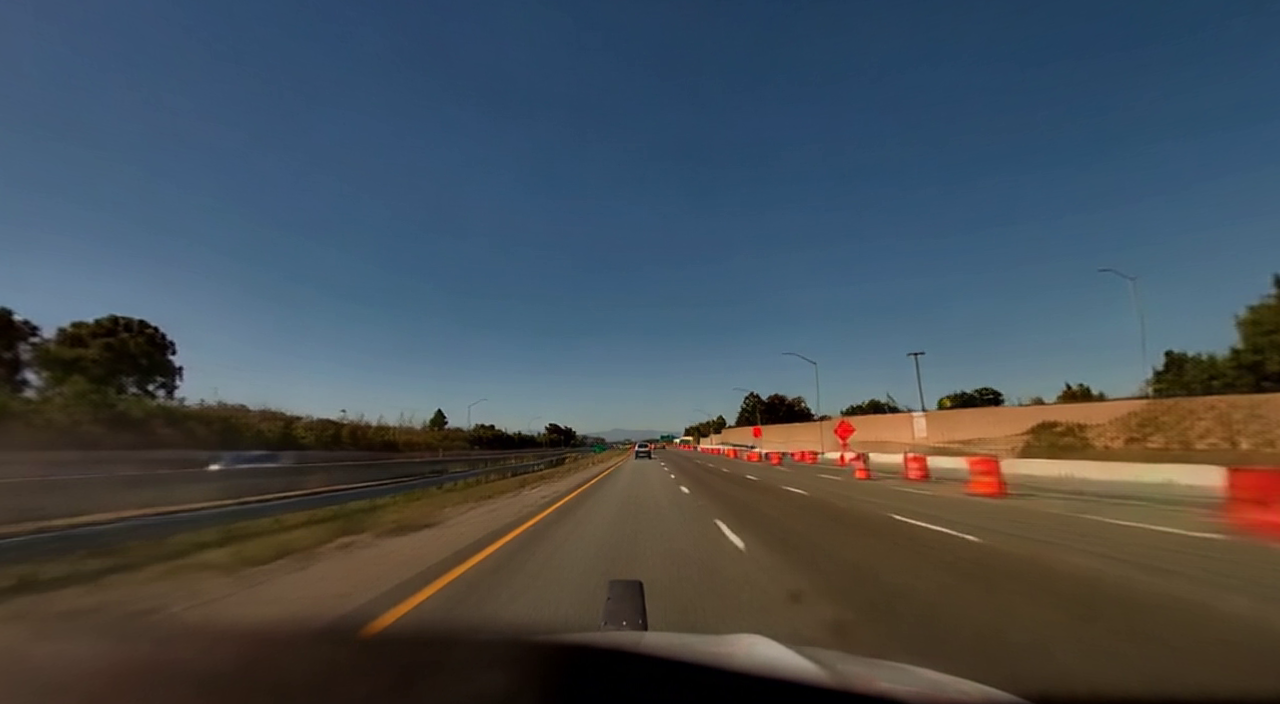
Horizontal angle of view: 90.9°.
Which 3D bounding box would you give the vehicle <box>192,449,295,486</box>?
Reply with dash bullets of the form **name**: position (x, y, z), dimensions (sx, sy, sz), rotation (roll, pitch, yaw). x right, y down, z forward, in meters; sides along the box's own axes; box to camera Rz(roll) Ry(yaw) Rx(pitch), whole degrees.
- **vehicle**: position (-20.124, 5.861, 32.339), dimensions (1.977, 1.701, 4.917), rotation (0, -8, 1)
